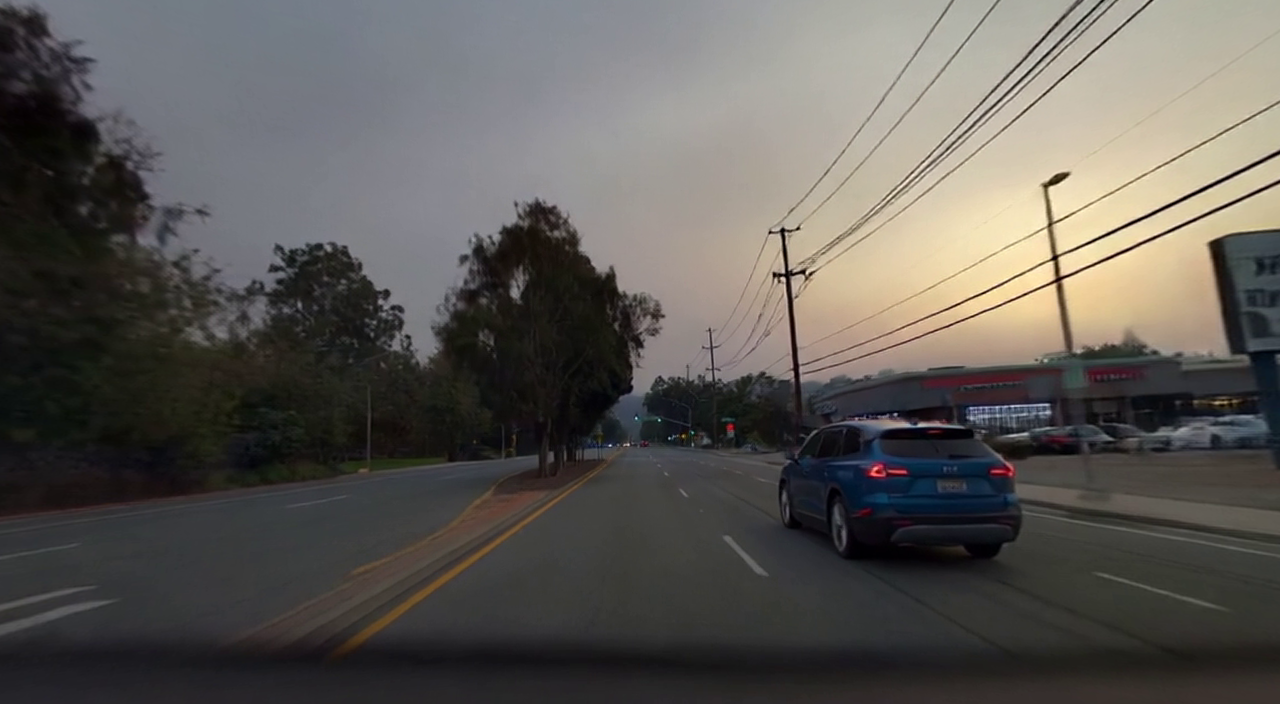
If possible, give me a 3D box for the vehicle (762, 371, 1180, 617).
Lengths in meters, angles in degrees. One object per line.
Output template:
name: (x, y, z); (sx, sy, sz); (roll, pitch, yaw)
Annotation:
vehicle: (2.931, 1.400, 7.142); (2.060, 1.820, 4.713); (0, -9, -1)
